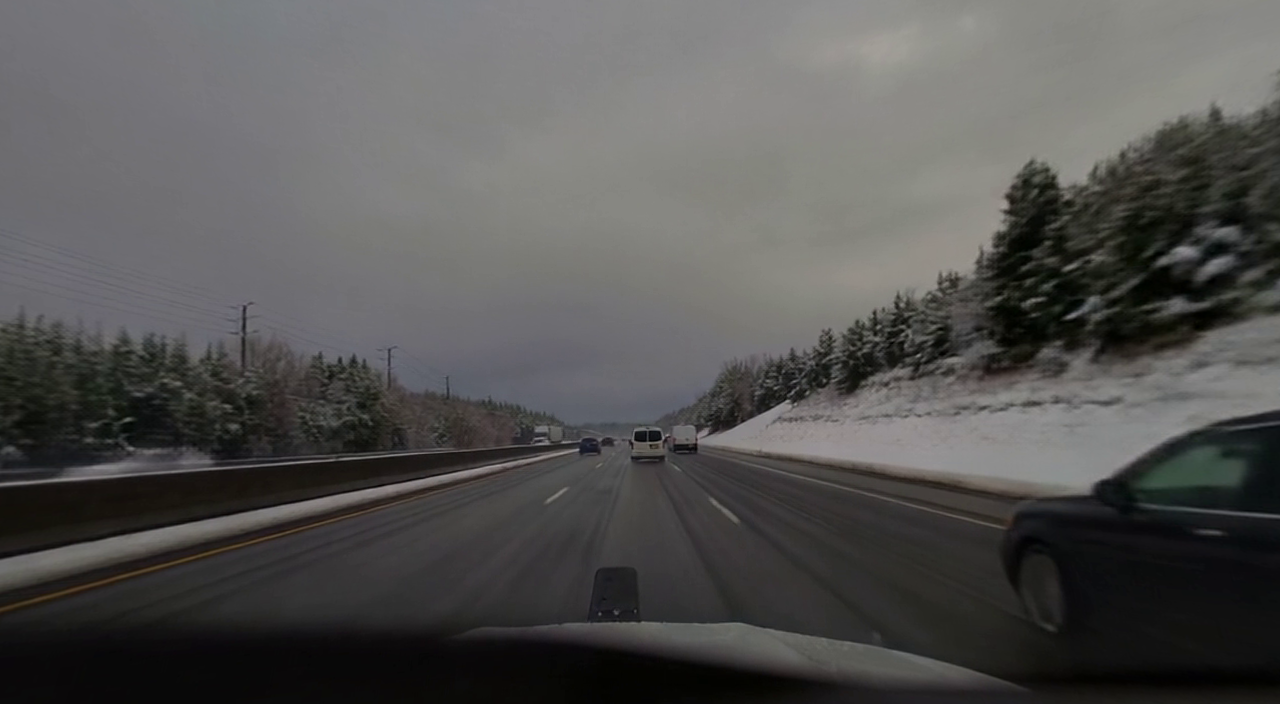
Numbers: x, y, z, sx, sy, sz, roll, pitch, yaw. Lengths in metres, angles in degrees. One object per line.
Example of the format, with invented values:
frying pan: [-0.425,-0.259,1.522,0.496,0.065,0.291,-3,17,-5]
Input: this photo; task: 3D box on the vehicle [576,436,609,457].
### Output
vehicle: [-3.521,7.154,47.902,2.093,1.517,4.648,0,-8,1]

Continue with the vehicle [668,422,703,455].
vehicle: [3.520,6.795,49.775,2.348,2.429,5.172,0,-8,-1]

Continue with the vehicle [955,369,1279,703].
vehicle: [3.617,0.878,2.770,1.923,1.562,4.691,0,-8,-2]

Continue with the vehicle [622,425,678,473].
vehicle: [0.339,3.992,26.162,2.159,1.811,4.238,0,-8,-1]
